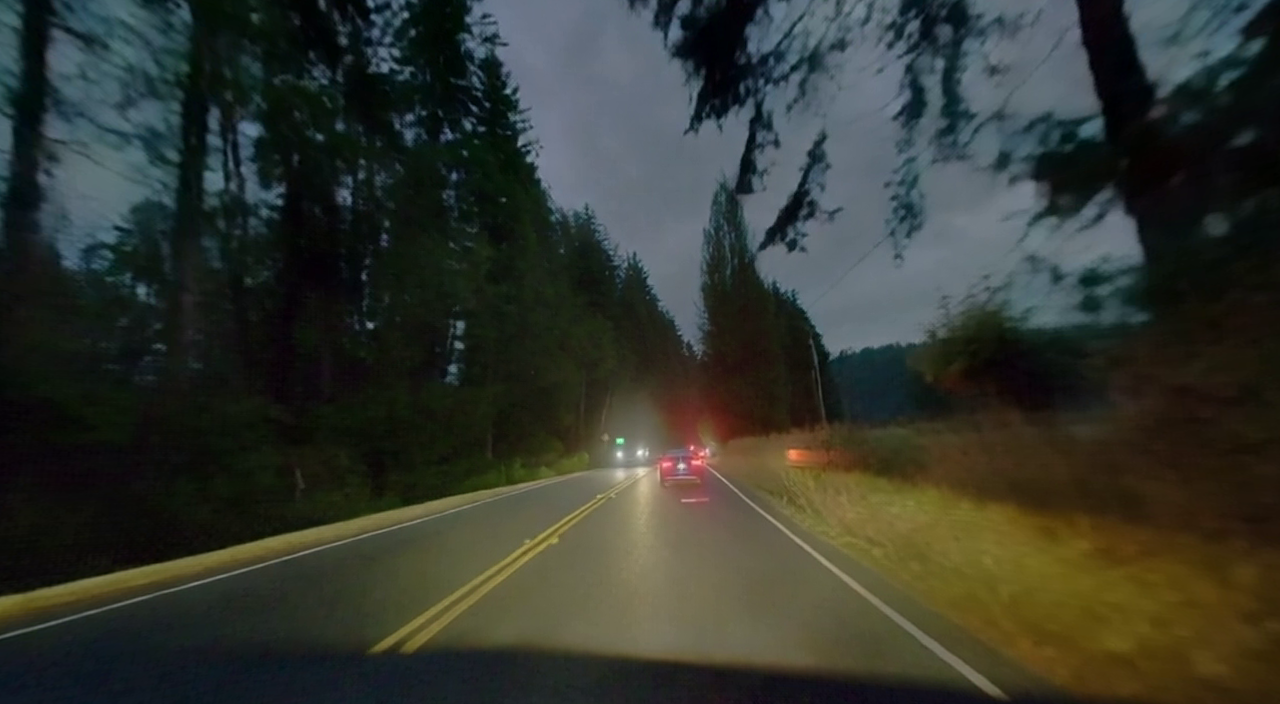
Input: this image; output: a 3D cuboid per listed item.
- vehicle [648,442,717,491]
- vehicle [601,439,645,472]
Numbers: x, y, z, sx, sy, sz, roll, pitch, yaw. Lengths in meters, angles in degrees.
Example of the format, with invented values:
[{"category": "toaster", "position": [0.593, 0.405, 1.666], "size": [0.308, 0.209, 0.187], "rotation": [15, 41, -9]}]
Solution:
[{"category": "vehicle", "position": [1.520, 4.133, 23.156], "size": [2.274, 1.583, 4.349], "rotation": [0, -9, 3]}, {"category": "vehicle", "position": [-1.002, 6.610, 40.544], "size": [2.291, 1.975, 4.308], "rotation": [-1, -9, 5]}]
